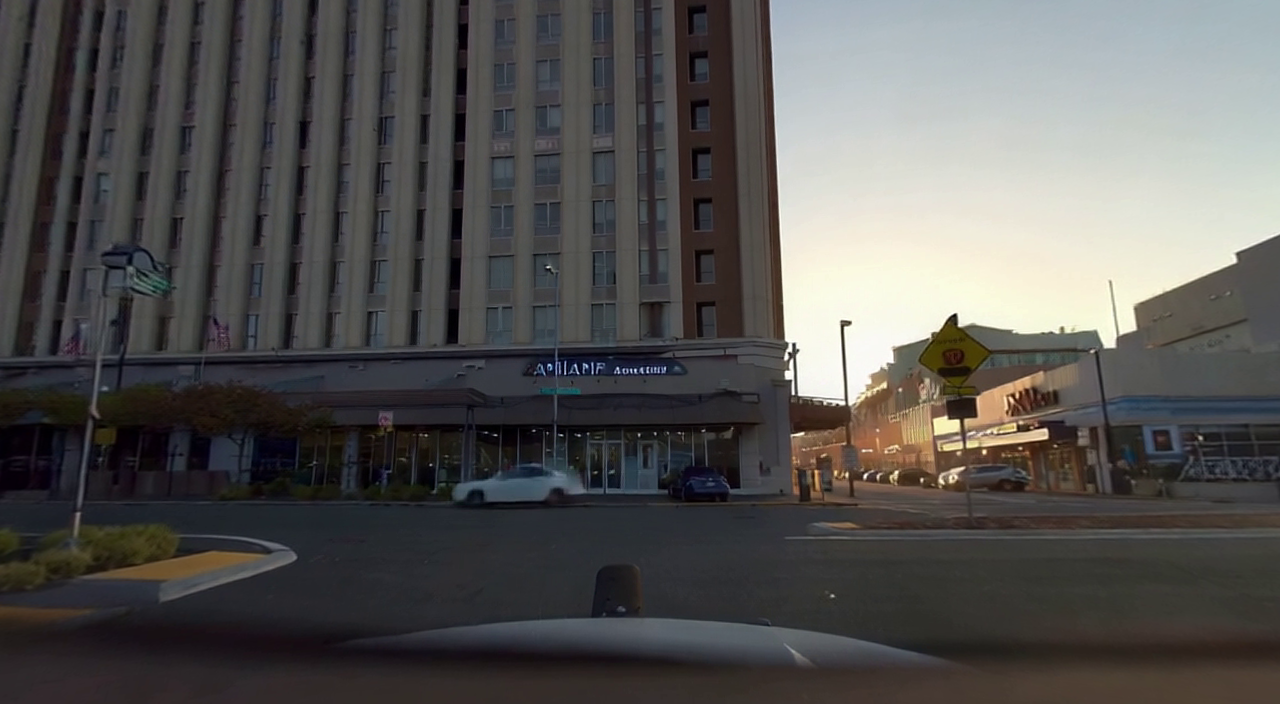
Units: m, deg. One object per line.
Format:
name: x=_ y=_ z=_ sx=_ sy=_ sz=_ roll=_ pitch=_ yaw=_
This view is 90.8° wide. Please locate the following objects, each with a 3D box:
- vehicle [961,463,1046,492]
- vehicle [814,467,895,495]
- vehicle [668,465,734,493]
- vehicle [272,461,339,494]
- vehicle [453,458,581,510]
vehicle: x=25.818 y=8.906 z=44.979 sx=4.838 sy=1.799 sz=1.914 roll=-7 pitch=-11 yaw=39
vehicle: x=13.044 y=7.851 z=38.675 sx=1.791 sy=1.453 sz=4.593 roll=5 pitch=-10 yaw=-29
vehicle: x=3.675 y=7.764 z=38.864 sx=1.812 sy=1.468 sz=4.519 roll=5 pitch=-10 yaw=-28
vehicle: x=-19.947 y=7.415 z=37.570 sx=4.596 sy=1.680 sz=1.936 roll=-7 pitch=-11 yaw=41
vehicle: x=-4.109 y=4.493 z=21.694 sx=4.073 sy=1.609 sz=1.813 roll=1 pitch=-9 yaw=-4
